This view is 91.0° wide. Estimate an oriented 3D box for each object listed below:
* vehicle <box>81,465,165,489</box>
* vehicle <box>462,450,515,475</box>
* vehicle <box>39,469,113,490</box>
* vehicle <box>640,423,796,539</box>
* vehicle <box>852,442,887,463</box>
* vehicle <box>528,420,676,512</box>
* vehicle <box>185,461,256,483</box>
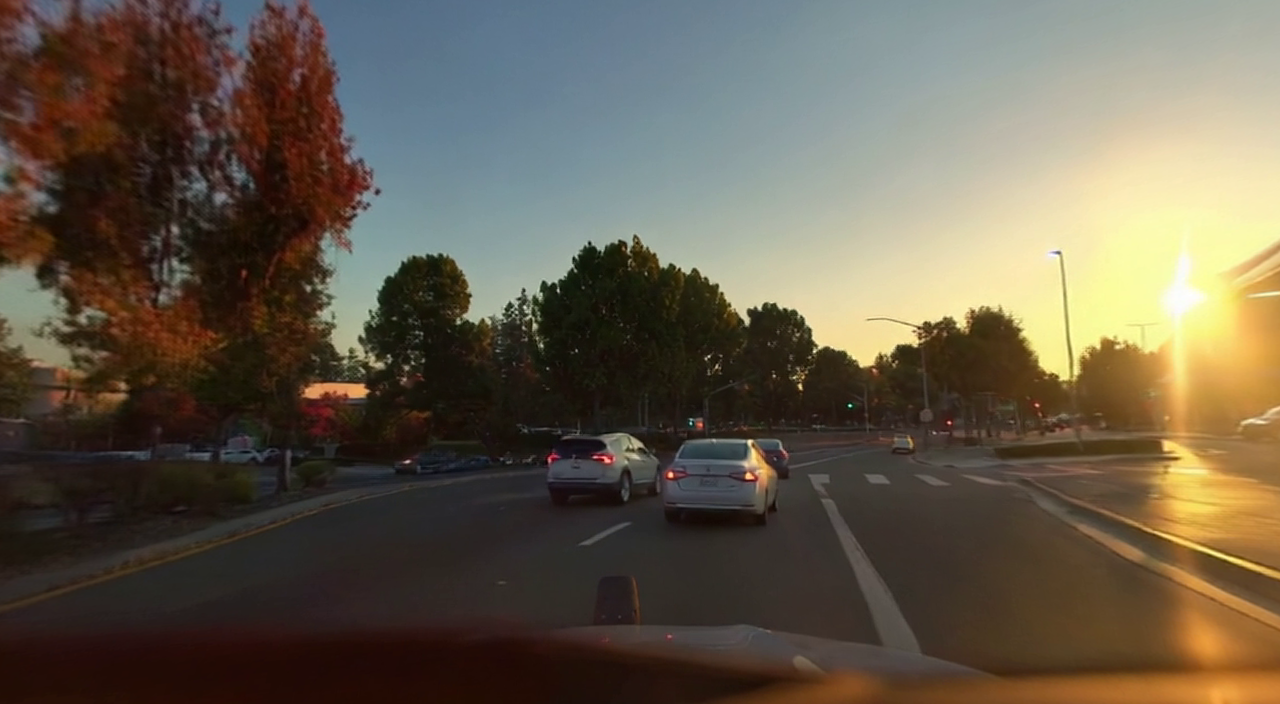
[{"bbox_3d":[-34.260,8.258,41.738,4.384,1.490,2.031,-2,-9,15],"label":"vehicle"},{"bbox_3d":[-11.124,8.146,46.509,1.926,1.693,4.445,-2,-9,14],"label":"vehicle"},{"bbox_3d":[-41.771,9.427,46.686,1.603,1.398,3.616,-6,-10,27],"label":"vehicle"},{"bbox_3d":[1.532,2.098,10.894,2.060,1.580,3.980,-2,-9,16],"label":"vehicle"},{"bbox_3d":[17.326,7.590,47.595,1.916,1.462,4.487,-2,-9,13],"label":"vehicle"},{"bbox_3d":[-0.656,2.602,14.813,2.102,1.774,4.662,-2,-9,15],"label":"vehicle"},{"bbox_3d":[-31.807,9.057,47.697,4.507,1.533,1.999,-3,-9,19],"label":"vehicle"}]
